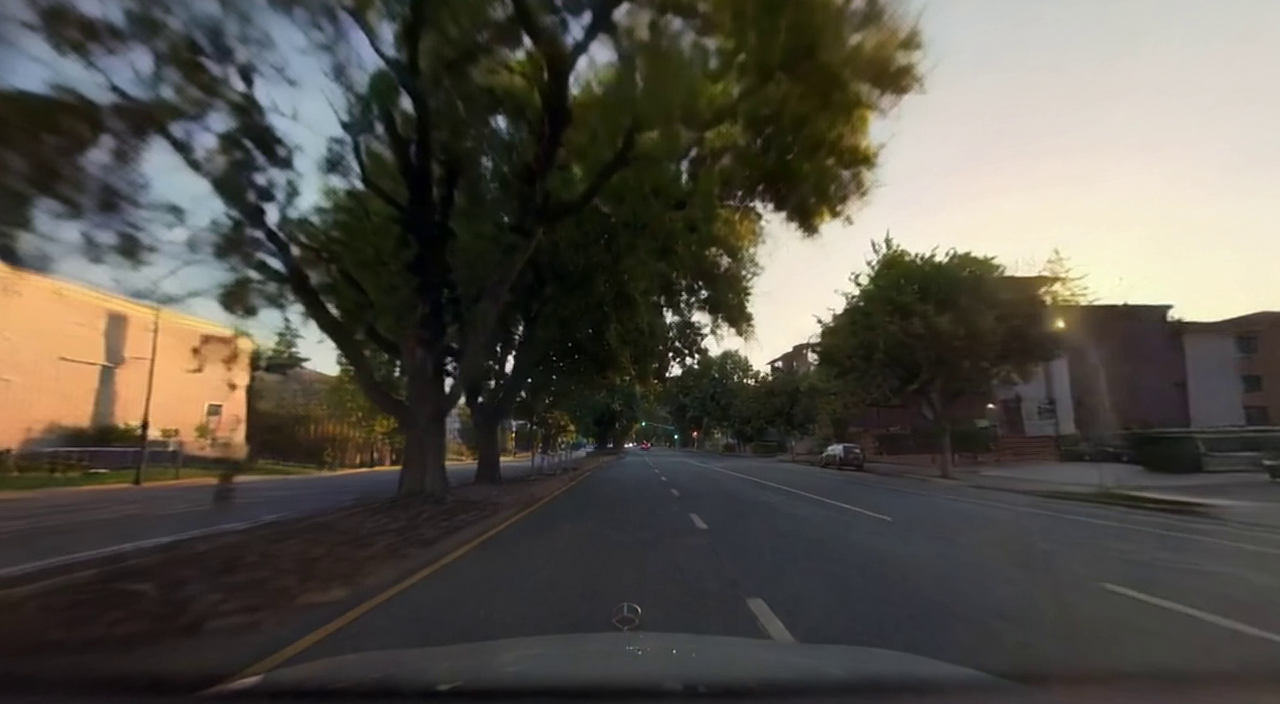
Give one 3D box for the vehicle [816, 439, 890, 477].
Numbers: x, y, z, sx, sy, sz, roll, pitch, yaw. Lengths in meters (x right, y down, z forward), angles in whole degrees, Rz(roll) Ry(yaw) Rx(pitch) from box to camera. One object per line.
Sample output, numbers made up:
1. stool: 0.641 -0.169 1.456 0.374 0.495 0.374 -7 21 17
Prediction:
1. vehicle: 10.107 5.052 30.368 2.044 1.705 4.668 0 -9 1
